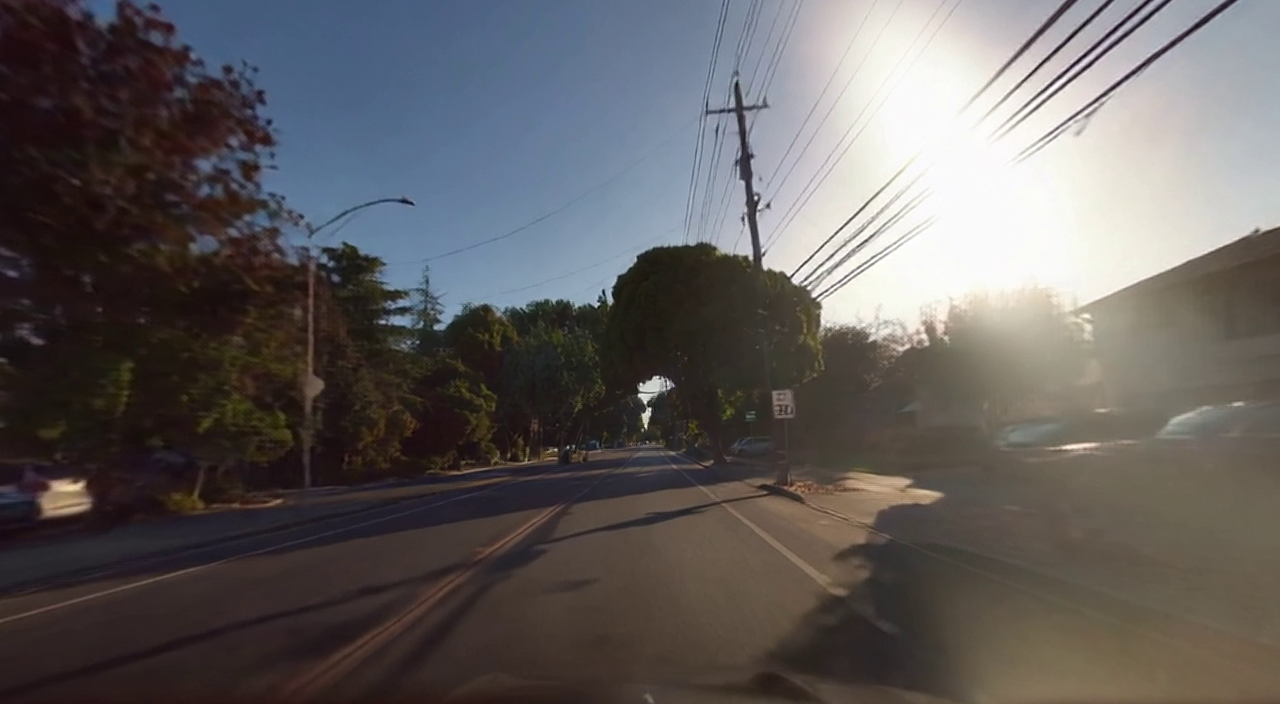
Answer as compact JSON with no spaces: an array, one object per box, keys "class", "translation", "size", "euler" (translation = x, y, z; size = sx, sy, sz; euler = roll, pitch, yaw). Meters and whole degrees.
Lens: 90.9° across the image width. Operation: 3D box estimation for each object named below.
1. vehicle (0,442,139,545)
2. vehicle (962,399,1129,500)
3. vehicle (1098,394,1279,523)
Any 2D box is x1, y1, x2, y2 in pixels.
[{"class":"vehicle","translation":[-13.105,2.759,12.508],"size":[2.053,1.906,4.889],"euler":[0,-9,3]},{"class":"vehicle","translation":[9.541,2.225,14.639],"size":[2.087,1.903,5.134],"euler":[-8,-11,44]},{"class":"vehicle","translation":[10.351,1.559,9.901],"size":[4.626,1.731,2.007],"euler":[-3,-8,-1]}]
